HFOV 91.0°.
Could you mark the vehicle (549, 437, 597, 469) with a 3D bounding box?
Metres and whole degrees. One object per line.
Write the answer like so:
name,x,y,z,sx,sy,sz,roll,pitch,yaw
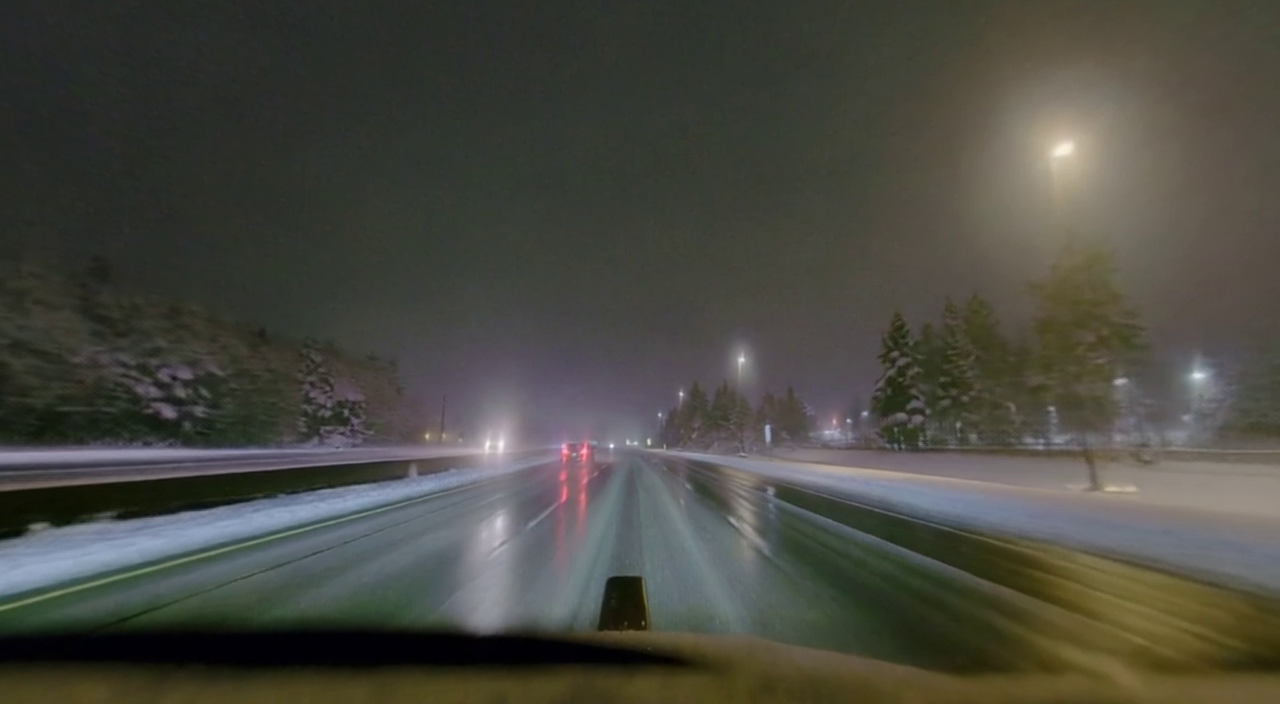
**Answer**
vehicle,-3.620,5.586,34.929,2.160,1.608,5.012,0,-8,0
